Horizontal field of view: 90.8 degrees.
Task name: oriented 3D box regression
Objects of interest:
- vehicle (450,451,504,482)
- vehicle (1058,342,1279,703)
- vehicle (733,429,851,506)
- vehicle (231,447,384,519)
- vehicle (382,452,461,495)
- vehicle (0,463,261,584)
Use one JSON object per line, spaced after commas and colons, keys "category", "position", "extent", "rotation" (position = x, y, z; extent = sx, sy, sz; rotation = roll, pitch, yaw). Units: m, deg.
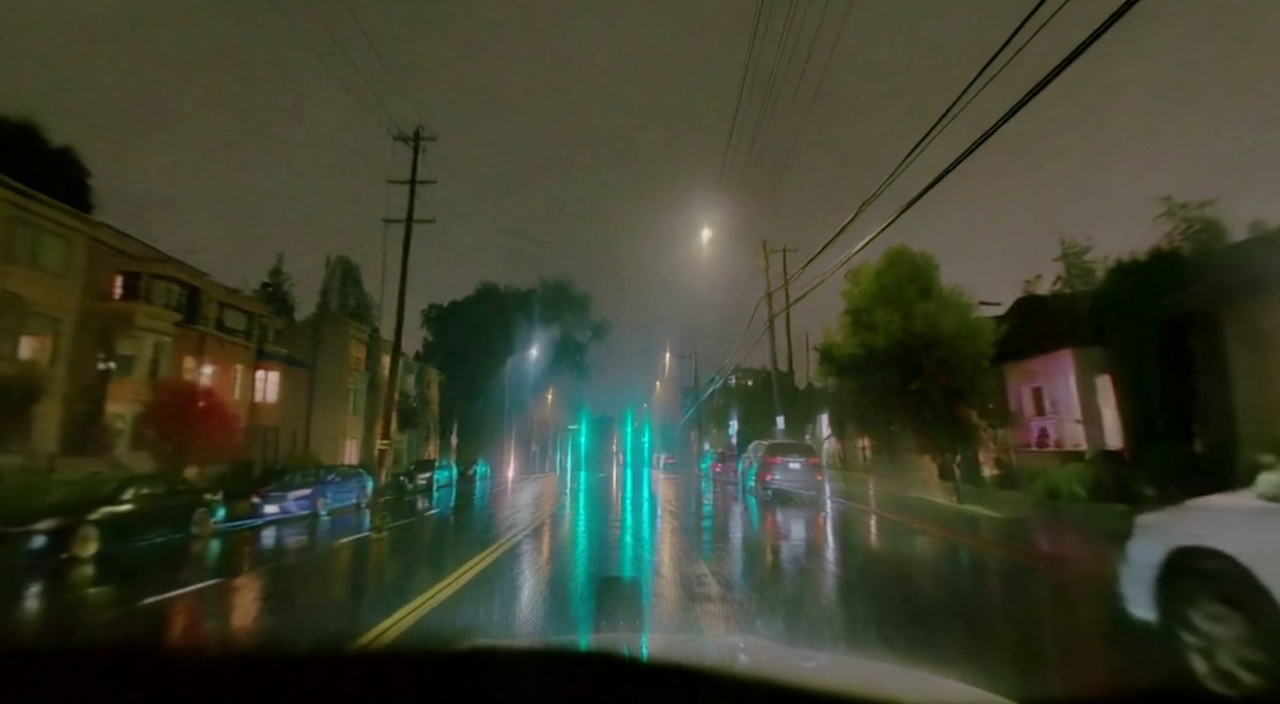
{"category": "vehicle", "position": [-9.210, 6.478, 36.002], "extent": [2.000, 1.495, 4.687], "rotation": [-3, -8, -3]}
{"category": "vehicle", "position": [3.961, 0.723, 1.976], "extent": [2.040, 1.801, 4.569], "rotation": [0, -9, -2]}
{"category": "vehicle", "position": [3.809, 2.978, 16.743], "extent": [2.155, 1.747, 4.311], "rotation": [-1, -9, 2]}
{"category": "vehicle", "position": [-9.234, 3.720, 18.067], "extent": [2.051, 1.657, 4.322], "rotation": [-3, -11, -1]}
{"category": "vehicle", "position": [-9.265, 5.137, 27.117], "extent": [1.884, 1.526, 4.061], "rotation": [-5, -9, 1]}
{"category": "vehicle", "position": [-9.022, 2.758, 10.989], "extent": [1.948, 1.508, 4.656], "rotation": [0, -9, 0]}
